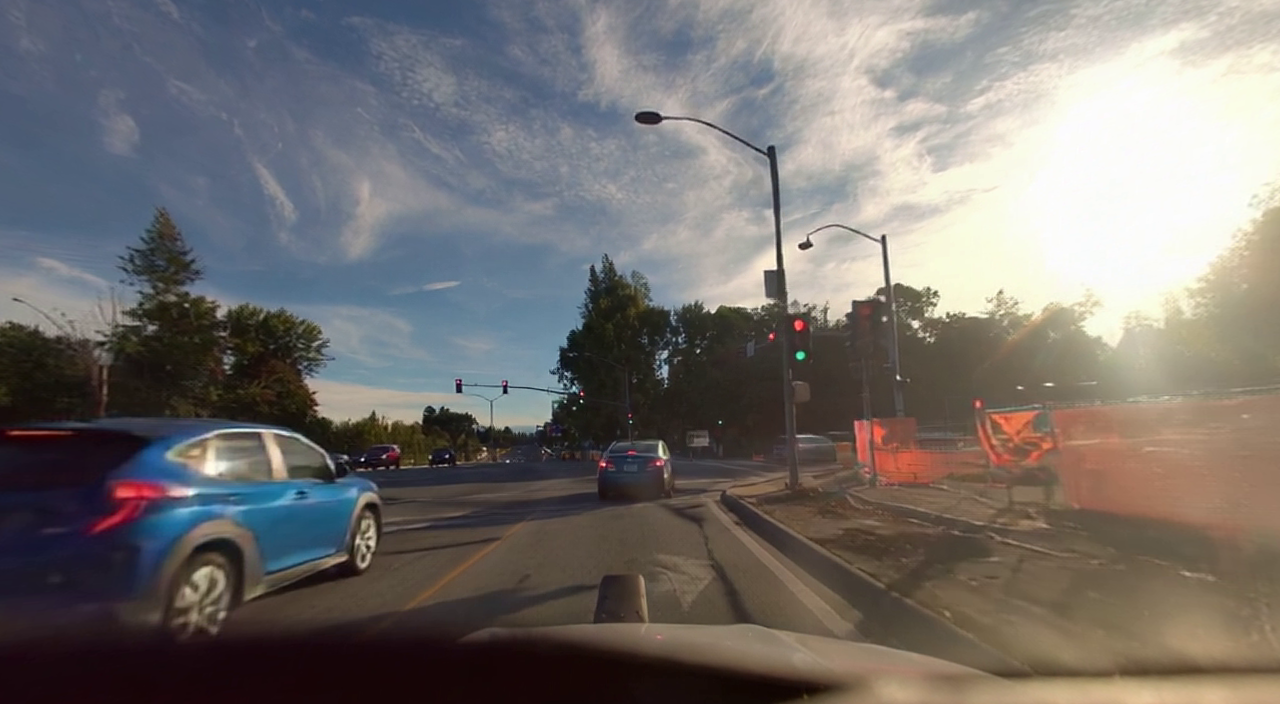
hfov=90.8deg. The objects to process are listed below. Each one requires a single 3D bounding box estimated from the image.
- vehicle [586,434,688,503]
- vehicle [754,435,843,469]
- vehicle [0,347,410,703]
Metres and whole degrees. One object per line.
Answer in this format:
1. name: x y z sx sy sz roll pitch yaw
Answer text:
1. vehicle: 0.080 2.905 16.142 2.183 1.506 4.286 -1 -9 5
2. vehicle: 7.617 4.752 30.175 4.467 1.477 1.873 7 -11 -41
3. vehicle: -4.065 1.267 5.488 2.240 1.844 5.043 0 -9 0
